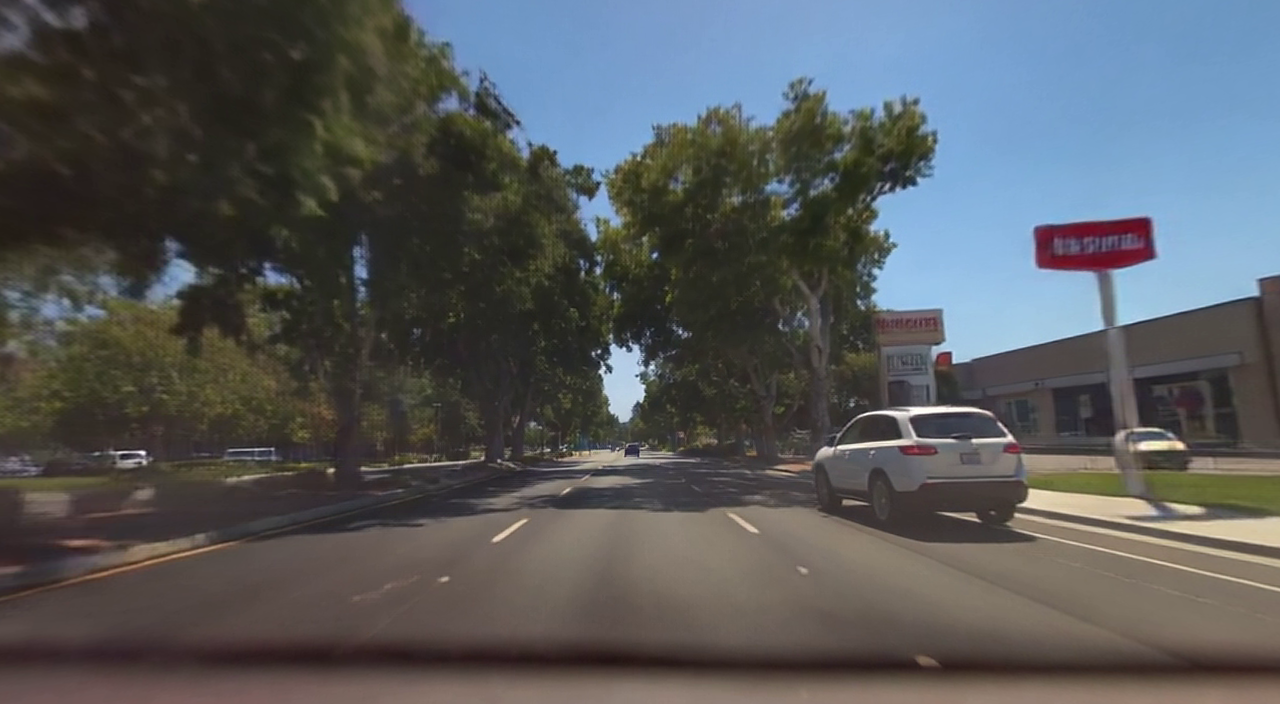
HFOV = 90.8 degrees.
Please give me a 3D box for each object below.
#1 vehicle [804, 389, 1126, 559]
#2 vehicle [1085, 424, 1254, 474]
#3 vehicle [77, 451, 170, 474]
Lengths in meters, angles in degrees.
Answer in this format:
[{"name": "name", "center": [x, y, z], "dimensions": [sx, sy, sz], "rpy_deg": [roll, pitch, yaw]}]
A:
[{"name": "vehicle", "center": [4.462, 1.793, 9.978], "dimensions": [2.185, 1.956, 5.128], "rpy_deg": [0, -8, -2]}, {"name": "vehicle", "center": [20.511, 3.753, 24.650], "dimensions": [1.929, 1.748, 4.717], "rpy_deg": [8, -11, -43]}, {"name": "vehicle", "center": [-33.094, 7.097, 40.555], "dimensions": [4.463, 1.411, 1.779], "rpy_deg": [0, -8, 2]}]
